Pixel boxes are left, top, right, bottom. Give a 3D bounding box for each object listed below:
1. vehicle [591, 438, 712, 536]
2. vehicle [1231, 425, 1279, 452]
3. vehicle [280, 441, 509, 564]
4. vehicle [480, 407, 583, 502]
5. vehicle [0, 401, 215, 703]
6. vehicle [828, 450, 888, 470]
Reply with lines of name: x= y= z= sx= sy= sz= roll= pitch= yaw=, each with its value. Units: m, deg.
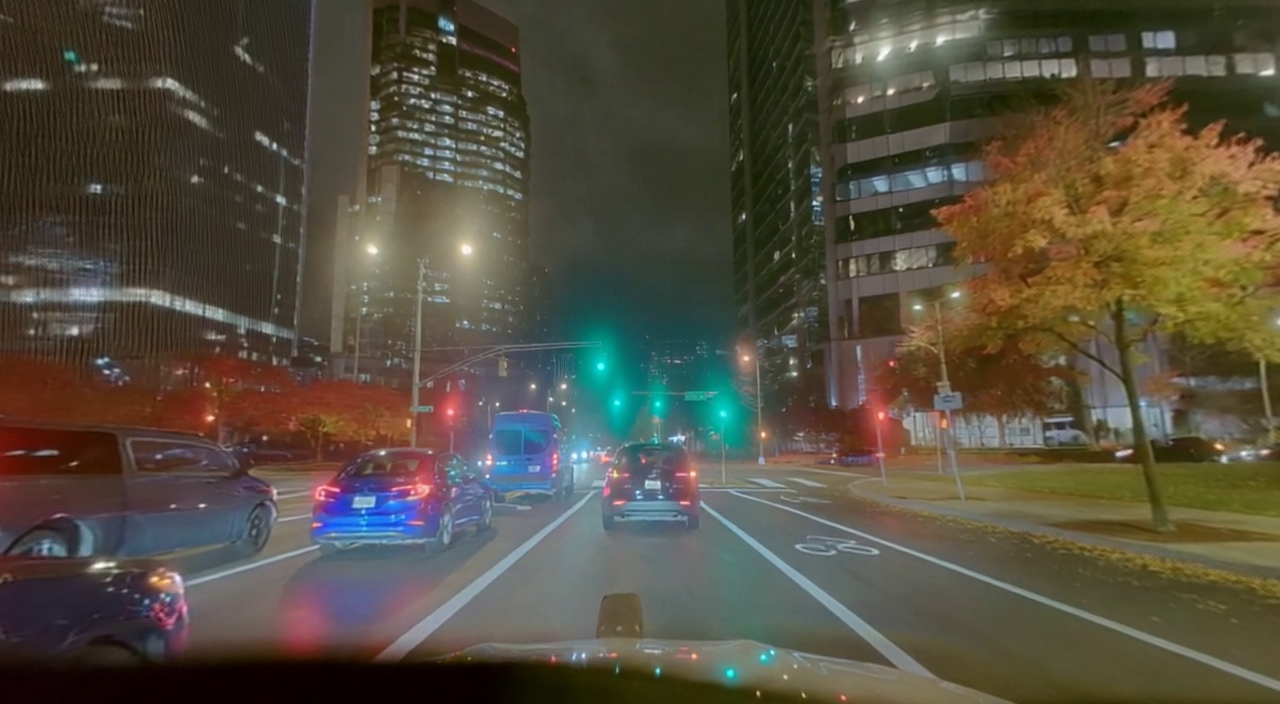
vehicle: x=0.185 y=2.511 z=12.164 sx=1.979 sy=1.562 sz=3.630 roll=-1 pitch=-9 yaw=0
vehicle: x=36.421 y=5.038 z=36.265 sx=1.754 sy=1.501 sz=3.833 roll=-4 pitch=-10 yaw=20
vehicle: x=-3.529 y=2.224 z=10.032 sx=1.955 sy=1.499 sz=4.223 roll=0 pitch=-9 yaw=0
vehicle: x=-3.334 y=3.344 z=20.646 sx=2.343 sy=2.635 sz=5.684 roll=0 pitch=-9 yaw=0
vehicle: x=-2.904 y=0.749 z=0.886 sx=1.893 sy=1.491 sz=3.798 roll=-1 pitch=-9 yaw=0
vehicle: x=17.186 y=8.534 z=49.539 sx=3.988 sy=1.518 sz=1.824 roll=0 pitch=-9 yaw=-2
